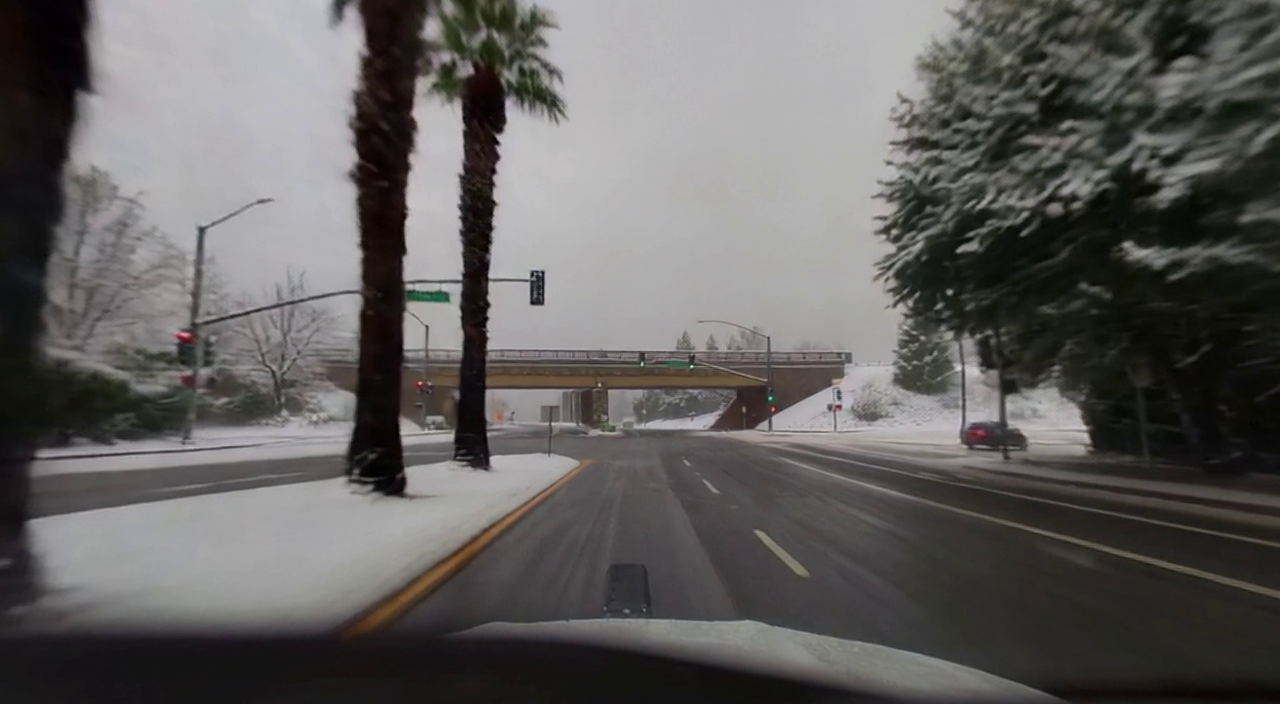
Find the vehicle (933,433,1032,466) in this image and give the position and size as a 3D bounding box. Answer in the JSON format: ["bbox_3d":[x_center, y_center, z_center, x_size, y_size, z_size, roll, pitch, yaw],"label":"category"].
[{"bbox_3d":[15.978,4.526,29.362,4.556,1.436,1.982,5,-10,-32],"label":"vehicle"}]
